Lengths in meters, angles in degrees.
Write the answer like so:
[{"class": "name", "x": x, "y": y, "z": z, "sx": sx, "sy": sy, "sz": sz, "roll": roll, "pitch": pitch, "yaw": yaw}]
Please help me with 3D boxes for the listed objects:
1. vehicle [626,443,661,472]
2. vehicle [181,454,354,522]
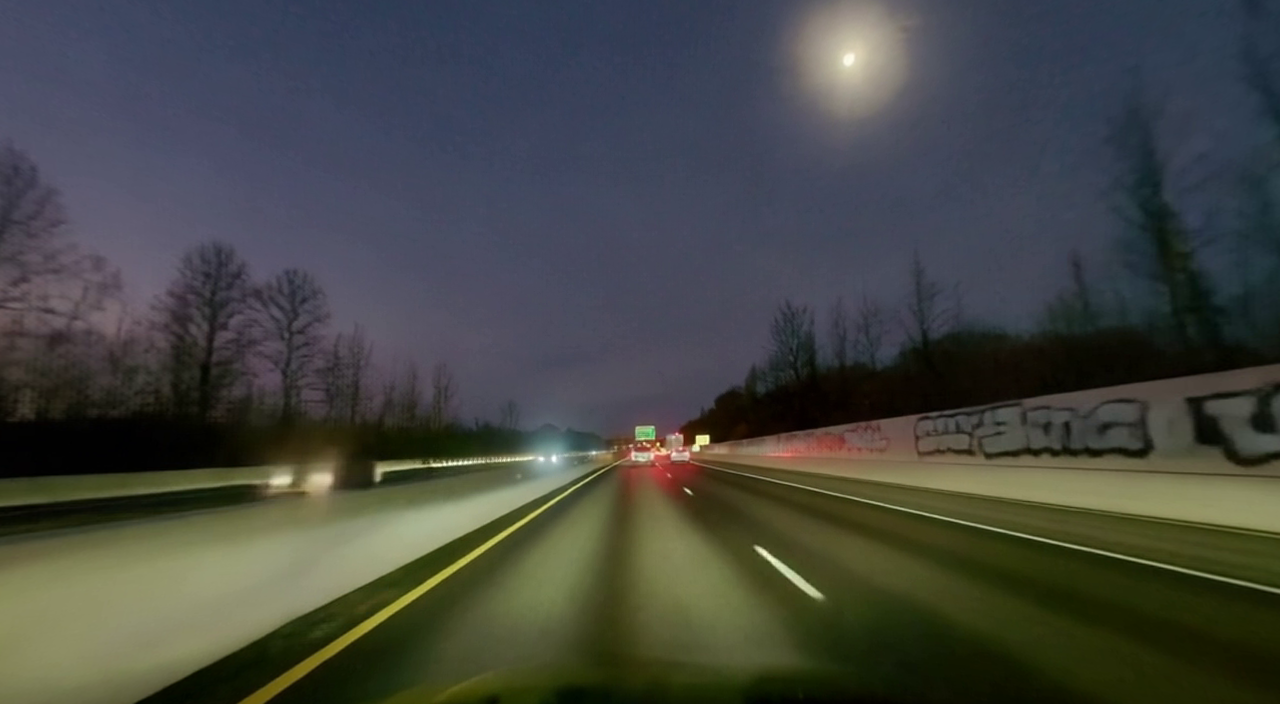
[{"class": "vehicle", "x": 0.194, "y": 6.568, "z": 39.277, "sx": 2.095, "sy": 1.671, "sz": 4.219, "roll": 0, "pitch": -9, "yaw": -1}, {"class": "vehicle", "x": -9.544, "y": 3.475, "z": 16.582, "sx": 1.904, "sy": 1.499, "sz": 4.352, "roll": 0, "pitch": -9, "yaw": 0}]
